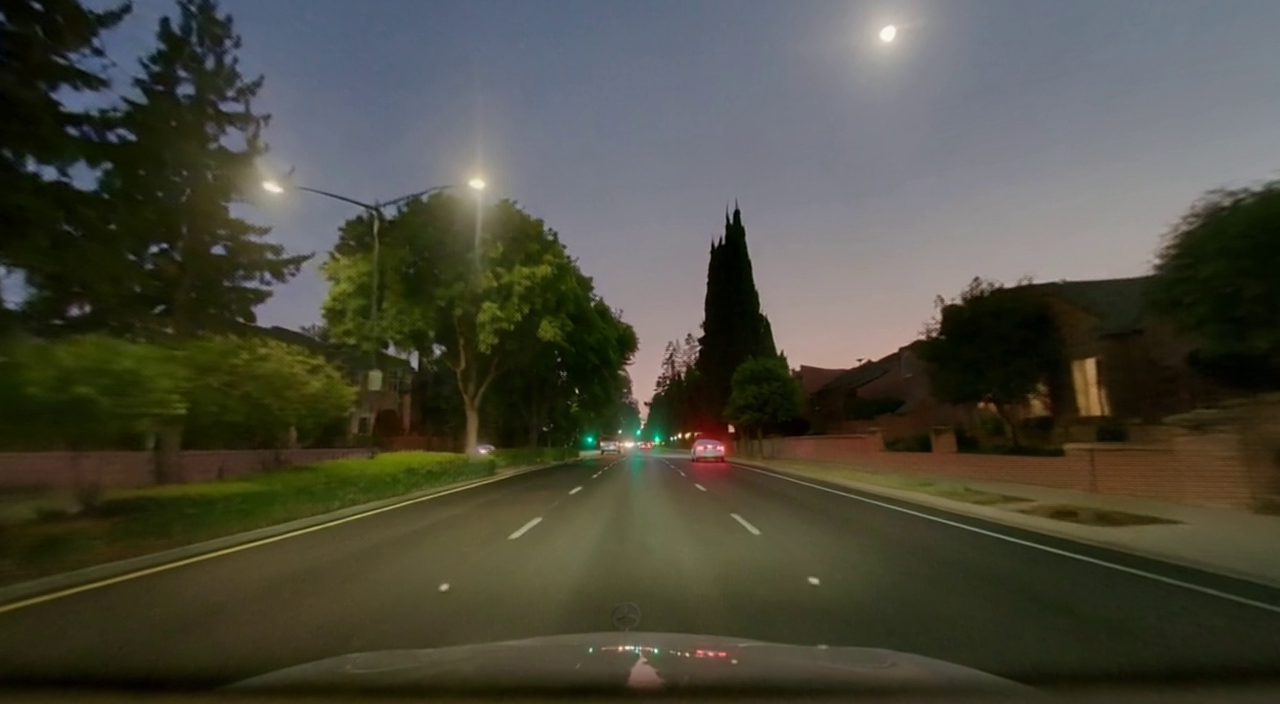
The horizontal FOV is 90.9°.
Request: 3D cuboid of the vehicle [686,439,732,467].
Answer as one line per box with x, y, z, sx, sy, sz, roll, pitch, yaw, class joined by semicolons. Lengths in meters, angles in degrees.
4.127;6.151;38.679;2.237;1.578;4.621;0;-8;-1;vehicle
